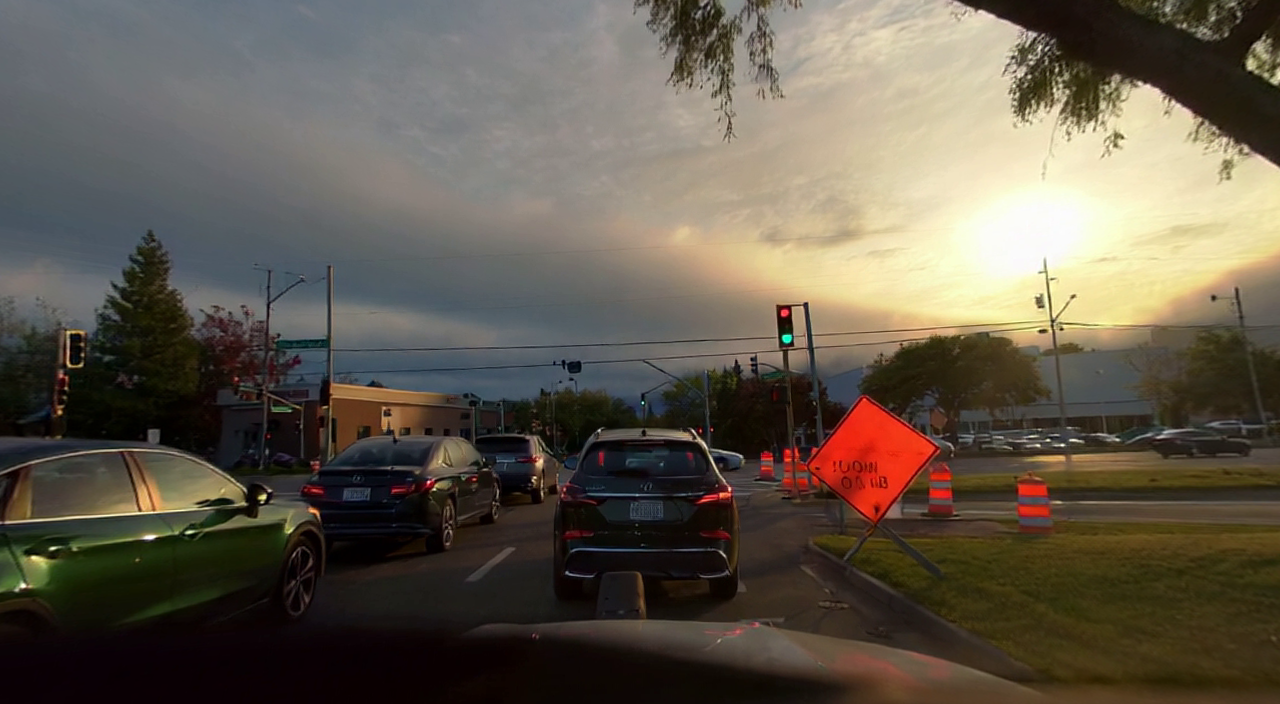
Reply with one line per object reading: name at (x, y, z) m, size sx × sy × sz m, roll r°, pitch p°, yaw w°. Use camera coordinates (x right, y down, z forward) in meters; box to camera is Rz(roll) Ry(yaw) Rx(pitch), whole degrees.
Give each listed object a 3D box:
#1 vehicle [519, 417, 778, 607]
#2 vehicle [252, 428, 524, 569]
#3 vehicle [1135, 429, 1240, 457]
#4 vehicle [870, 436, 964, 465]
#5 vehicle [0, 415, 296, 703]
vehicle at (0.112, 1.626, 7.209) m, size 2.167 × 1.560 × 3.676 m, roll 0°, pitch -9°, yaw 1°
vehicle at (-3.271, 2.001, 9.447) m, size 1.989 × 1.541 × 4.626 m, roll 0°, pitch -9°, yaw 2°
vehicle at (35.351, 5.893, 40.751) m, size 4.827 × 1.729 × 1.986 m, roll 0°, pitch -9°, yaw 1°
vehicle at (17.691, 6.329, 40.384) m, size 5.002 × 1.768 × 2.065 m, roll 0°, pitch -9°, yaw 2°
vehicle at (-3.584, 0.946, 2.154) m, size 2.064 × 1.497 × 4.722 m, roll 0°, pitch -9°, yaw 1°
